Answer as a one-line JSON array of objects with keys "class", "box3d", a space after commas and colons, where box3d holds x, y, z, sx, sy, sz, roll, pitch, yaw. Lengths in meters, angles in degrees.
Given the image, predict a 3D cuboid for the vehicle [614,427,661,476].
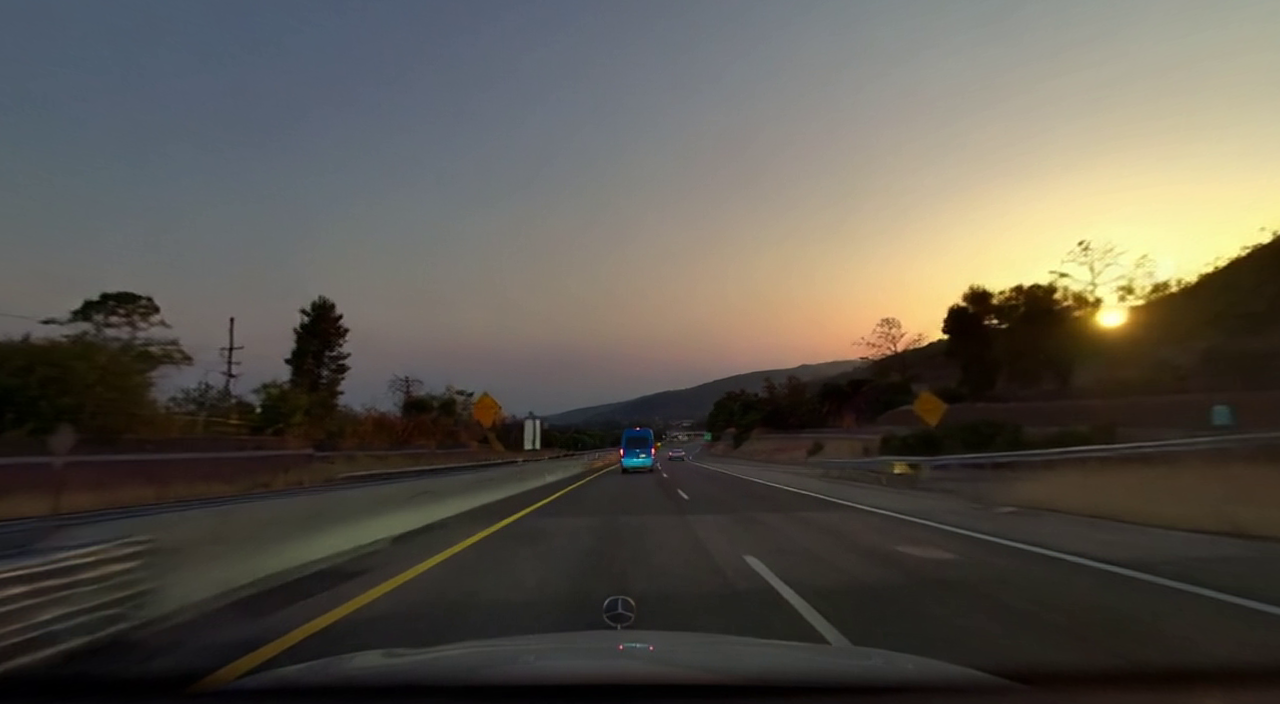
[{"class": "vehicle", "box3d": [-0.138, 5.852, 36.854, 2.560, 2.598, 5.581, 0, -9, 0]}]
